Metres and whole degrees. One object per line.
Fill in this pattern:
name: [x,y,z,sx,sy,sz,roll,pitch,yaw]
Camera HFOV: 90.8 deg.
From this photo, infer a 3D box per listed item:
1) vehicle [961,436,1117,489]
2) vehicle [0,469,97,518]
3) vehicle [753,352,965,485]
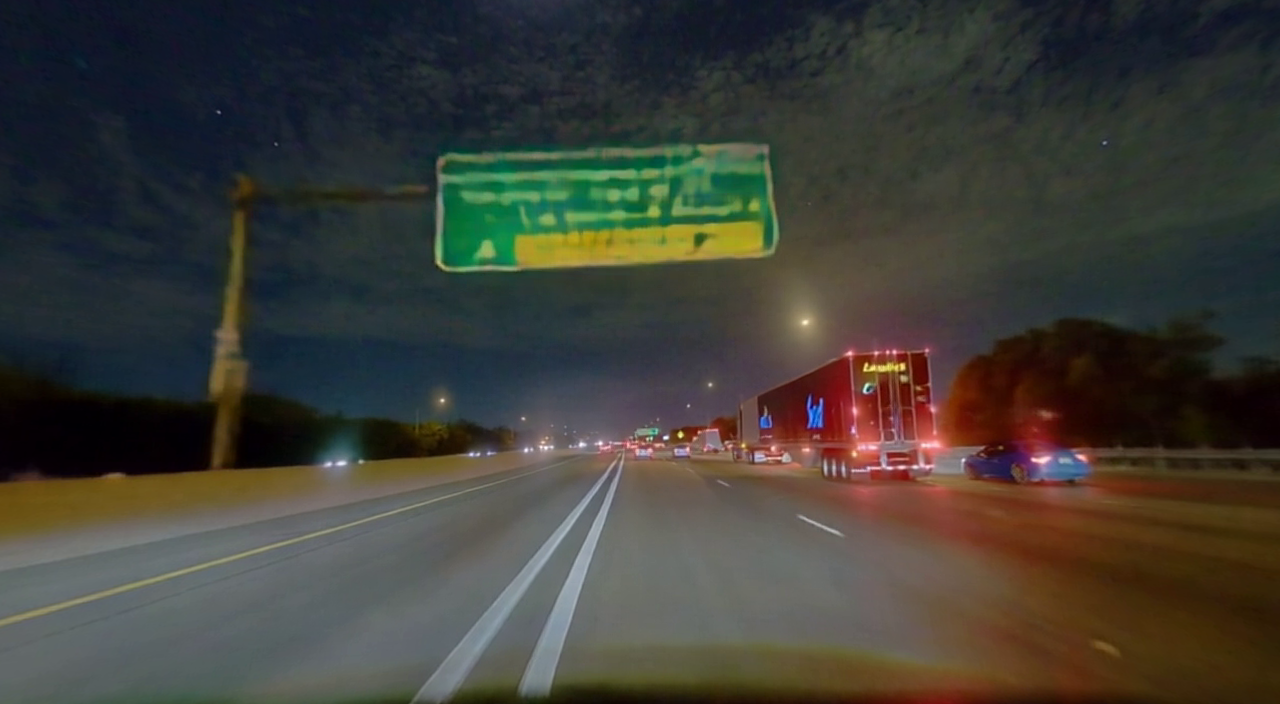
vehicle: [12.240,3.397,19.802,1.862,1.462,4.459,0,-9,-2]
vehicle: [-22.294,4.990,22.418,1.900,1.486,4.702,0,-9,-1]
vehicle: [8.225,3.267,27.798,2.892,4.128,16.495,0,-9,-2]
